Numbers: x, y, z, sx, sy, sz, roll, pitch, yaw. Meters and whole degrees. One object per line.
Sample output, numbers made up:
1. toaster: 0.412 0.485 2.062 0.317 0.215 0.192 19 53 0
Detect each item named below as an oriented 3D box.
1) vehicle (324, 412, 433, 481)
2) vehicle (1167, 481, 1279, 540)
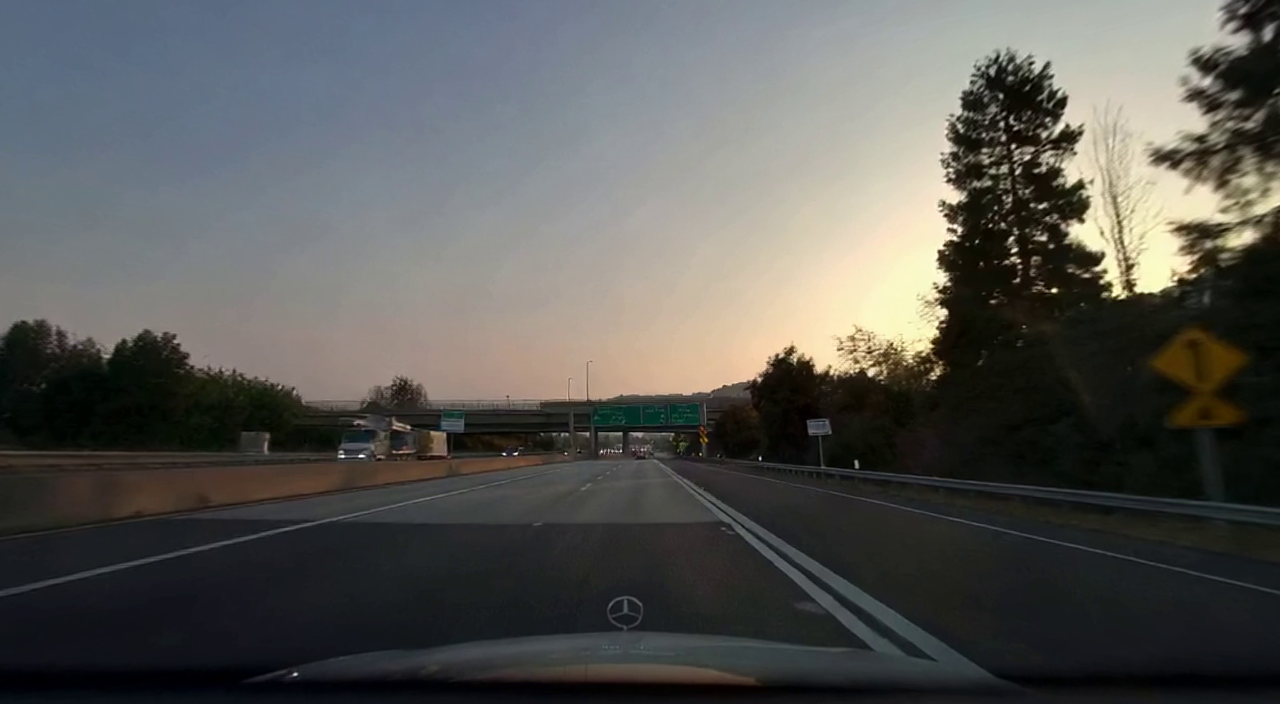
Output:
1. vehicle: -17.045 6.345 42.141 3.044 3.972 10.003 0 -9 0
2. vehicle: 44.057 11.179 44.492 2.925 3.530 10.591 0 -9 -11
